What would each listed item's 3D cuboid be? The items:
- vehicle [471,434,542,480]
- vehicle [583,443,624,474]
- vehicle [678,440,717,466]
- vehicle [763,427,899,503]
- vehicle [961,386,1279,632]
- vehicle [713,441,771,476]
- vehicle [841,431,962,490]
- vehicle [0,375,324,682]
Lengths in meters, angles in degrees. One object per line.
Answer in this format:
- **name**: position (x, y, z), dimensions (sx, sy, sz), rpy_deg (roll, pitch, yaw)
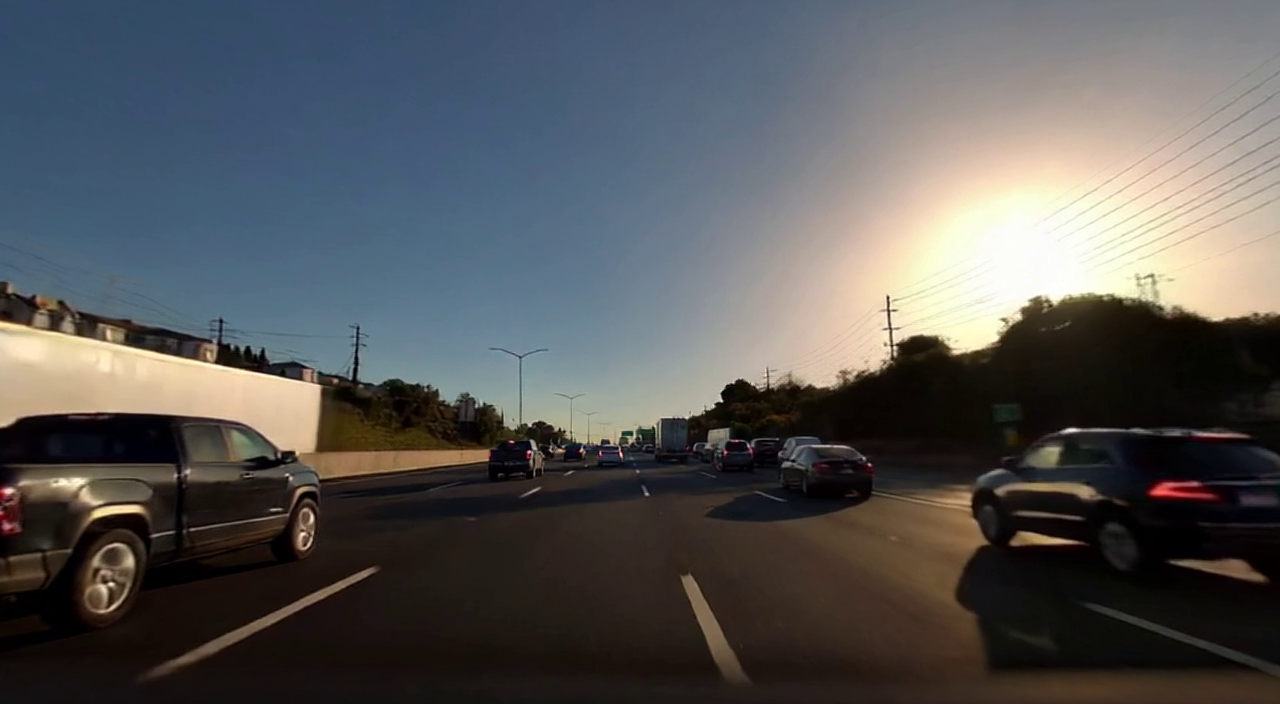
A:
- **vehicle**: position (-5.775, 4.577, 27.792), dimensions (2.147, 1.825, 4.602), rpy_deg (0, -8, 0)
- **vehicle**: position (-1.888, 5.700, 33.920), dimensions (2.060, 1.508, 4.308), rpy_deg (0, -8, -1)
- **vehicle**: position (4.036, 7.200, 45.060), dimensions (2.182, 1.782, 4.800), rpy_deg (0, -8, -2)
- **vehicle**: position (5.062, 3.072, 17.576), dimensions (2.086, 1.783, 4.868), rpy_deg (0, -8, -2)
- **vehicle**: position (5.396, 1.396, 6.439), dimensions (1.977, 1.705, 4.078), rpy_deg (0, -8, -1)
- **vehicle**: position (4.948, 5.210, 31.125), dimensions (1.978, 1.607, 4.245), rpy_deg (0, -8, -2)
- **vehicle**: position (8.818, 3.703, 21.799), dimensions (2.018, 1.802, 4.749), rpy_deg (0, -8, -2)
- **vehicle**: position (-4.687, 1.209, 5.007), dimensions (2.127, 1.705, 4.374), rpy_deg (0, -8, -1)
